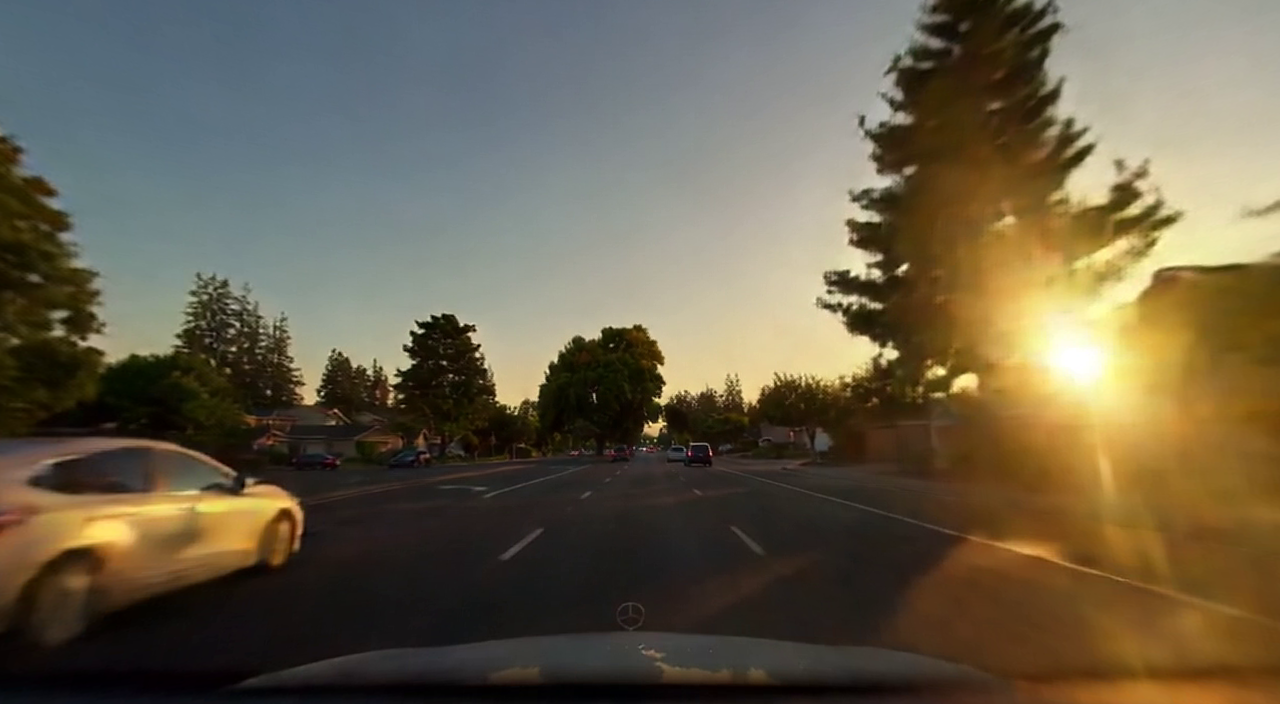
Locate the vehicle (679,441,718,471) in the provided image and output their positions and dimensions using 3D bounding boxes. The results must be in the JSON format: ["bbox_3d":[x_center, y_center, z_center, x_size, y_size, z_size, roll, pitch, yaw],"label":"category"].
[{"bbox_3d":[3.737,6.736,41.086,2.114,1.780,4.445,0,-8,0],"label":"vehicle"}]

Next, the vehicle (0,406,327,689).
[{"bbox_3d":[-4.531,1.298,5.000,1.966,1.524,4.410,0,-8,-2],"label":"vehicle"}]
